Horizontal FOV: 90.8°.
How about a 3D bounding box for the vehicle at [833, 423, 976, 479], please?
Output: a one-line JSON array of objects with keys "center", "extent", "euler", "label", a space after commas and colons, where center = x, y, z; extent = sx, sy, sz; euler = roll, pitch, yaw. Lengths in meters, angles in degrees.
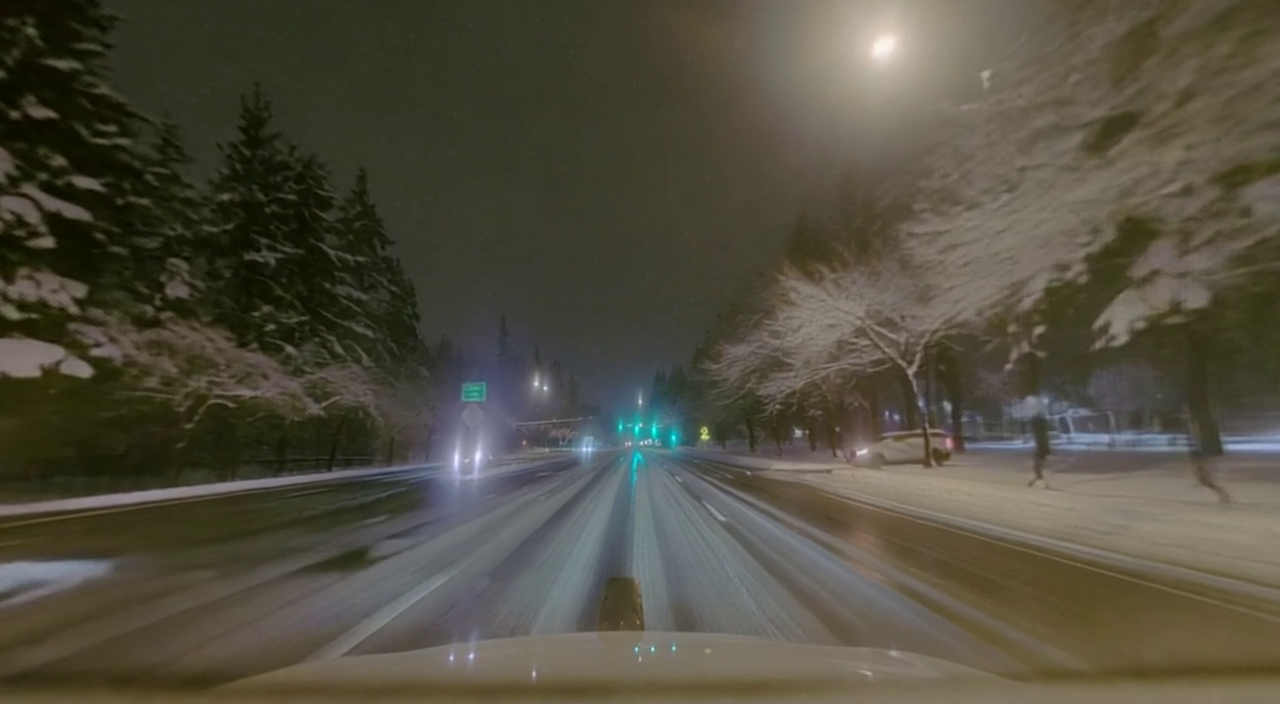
[{"center": [12.380, 4.631, 29.889], "extent": [5.581, 1.926, 2.324], "euler": [-6, -7, 0], "label": "vehicle"}]
